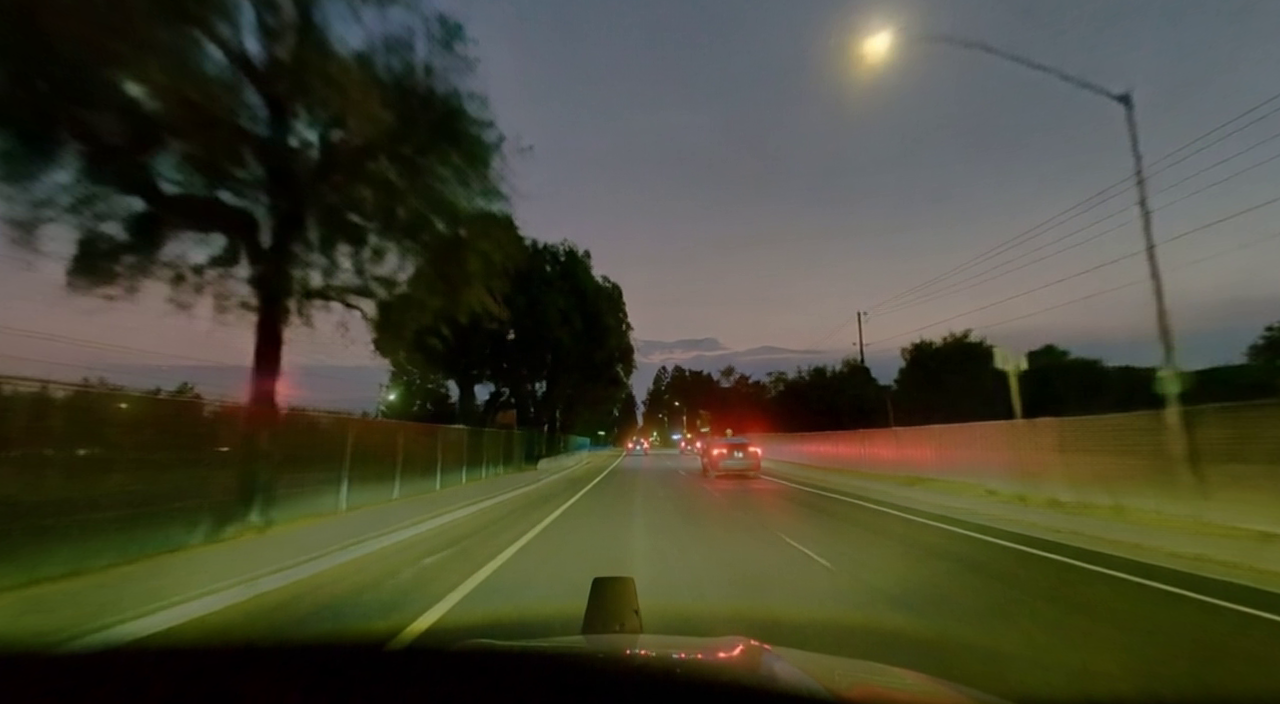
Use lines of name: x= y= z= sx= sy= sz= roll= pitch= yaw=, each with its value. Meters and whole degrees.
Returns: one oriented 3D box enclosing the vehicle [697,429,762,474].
vehicle: x=3.917 y=4.474 z=28.540 sx=2.112 sy=1.825 sz=4.574 roll=0 pitch=-8 yaw=-2
